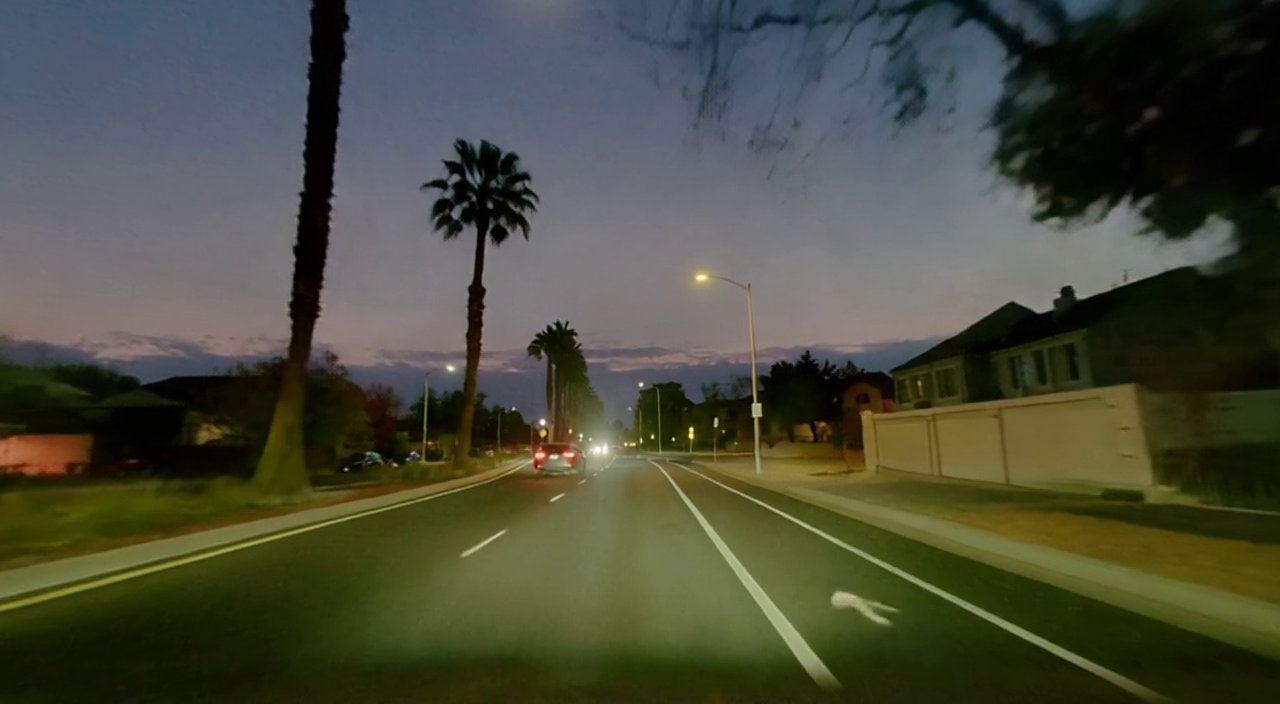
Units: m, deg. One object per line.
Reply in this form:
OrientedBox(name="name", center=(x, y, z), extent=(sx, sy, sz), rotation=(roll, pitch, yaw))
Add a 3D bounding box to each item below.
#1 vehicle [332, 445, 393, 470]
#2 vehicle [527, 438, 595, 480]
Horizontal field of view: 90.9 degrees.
OrientedBox(name="vehicle", center=(-19.150, 7.330, 43.732), extent=(2.026, 1.563, 4.618), rotation=(0, -10, 1))
OrientedBox(name="vehicle", center=(-3.083, 4.286, 25.599), extent=(2.075, 1.498, 4.730), rotation=(0, -8, 1))
